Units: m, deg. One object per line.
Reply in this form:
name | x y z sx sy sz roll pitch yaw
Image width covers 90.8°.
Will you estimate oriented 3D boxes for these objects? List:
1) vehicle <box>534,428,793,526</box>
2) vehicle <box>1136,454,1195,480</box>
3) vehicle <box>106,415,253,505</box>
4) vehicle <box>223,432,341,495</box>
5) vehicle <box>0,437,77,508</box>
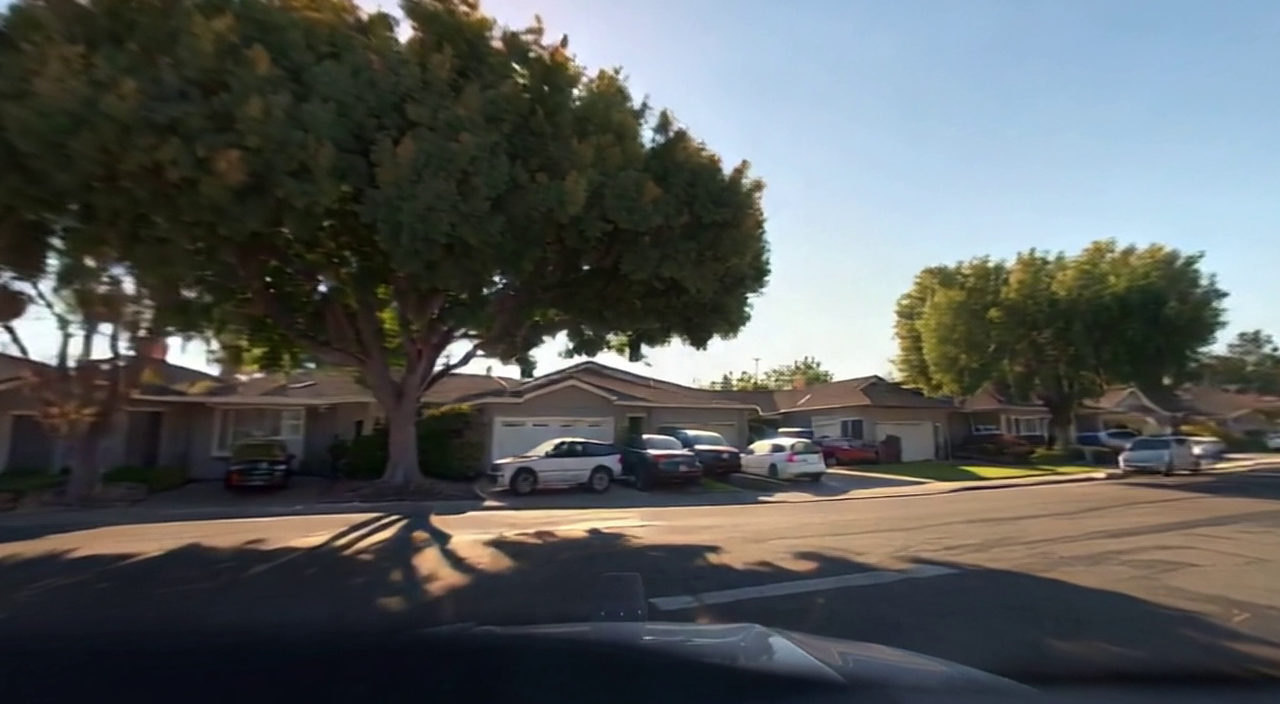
vehicle | 0.446 2.545 13.366 5.082 1.789 1.947 2 -9 -17
vehicle | 32.936 7.191 39.700 1.726 1.416 4.160 -4 -9 24
vehicle | -12.632 2.870 17.171 2.455 2.018 5.271 8 -11 -42
vehicle | -11.176 3.389 19.601 2.160 1.695 4.183 8 -11 -43
vehicle | -15.084 2.860 15.356 1.833 1.540 3.532 8 -11 -42
